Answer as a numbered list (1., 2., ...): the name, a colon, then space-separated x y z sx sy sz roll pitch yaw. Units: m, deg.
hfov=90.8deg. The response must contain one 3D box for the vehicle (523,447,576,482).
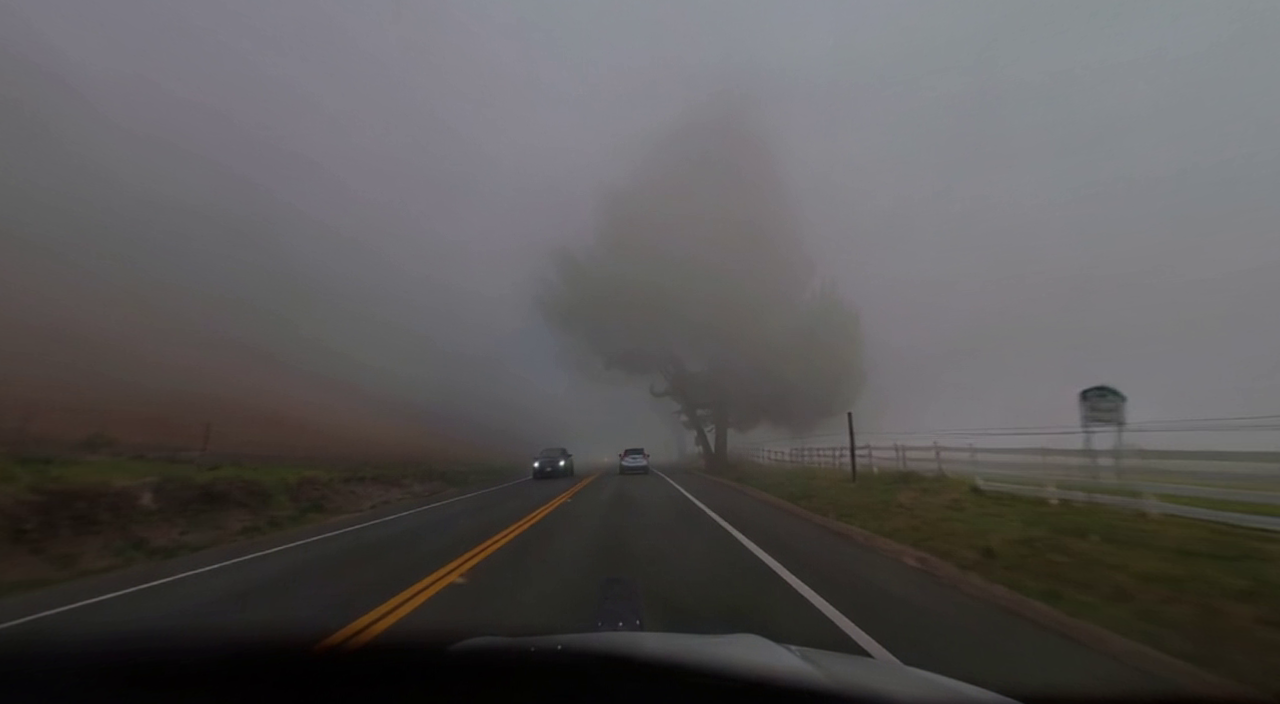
1. vehicle: -4.390 5.522 31.411 1.989 1.600 3.979 -1 -9 1

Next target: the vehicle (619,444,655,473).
1. vehicle: -0.225 6.684 39.855 2.158 1.669 4.006 0 -9 -1
